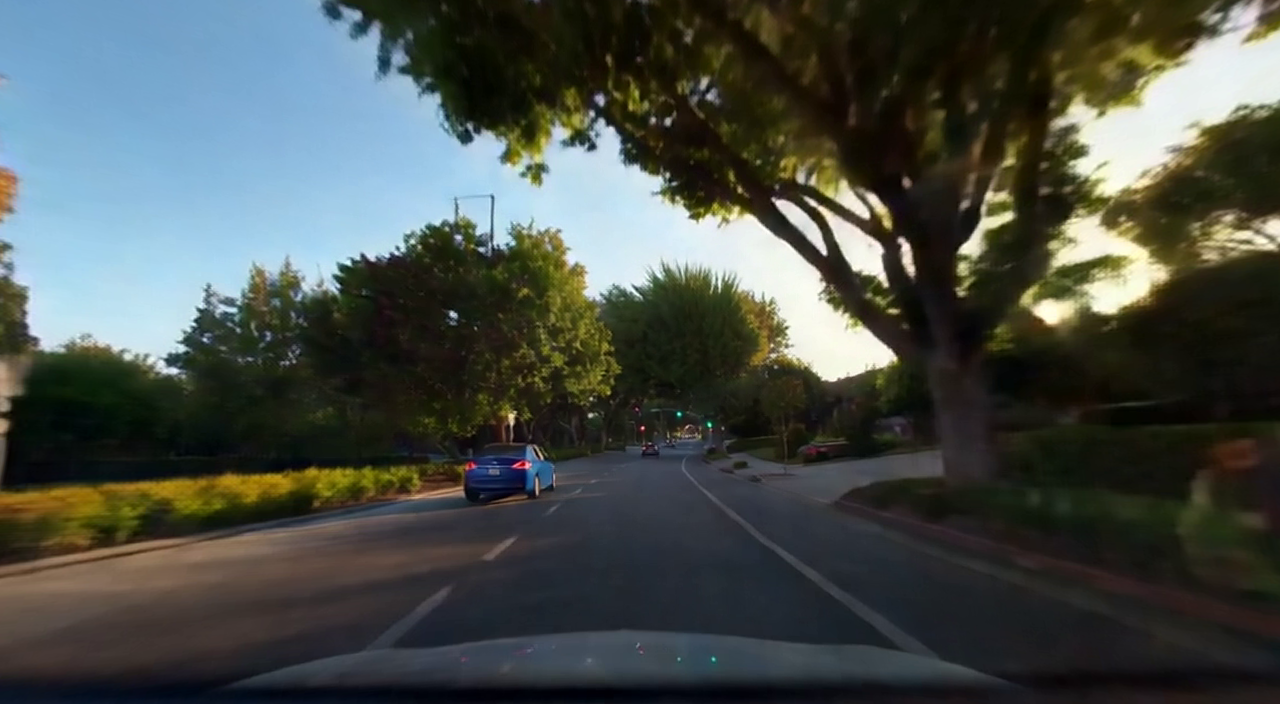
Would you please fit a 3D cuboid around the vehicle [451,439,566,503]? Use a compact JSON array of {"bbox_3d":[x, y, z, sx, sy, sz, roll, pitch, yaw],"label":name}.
[{"bbox_3d":[-3.364,3.165,17.239,2.038,1.486,4.678,0,-9,1],"label":"vehicle"}]
